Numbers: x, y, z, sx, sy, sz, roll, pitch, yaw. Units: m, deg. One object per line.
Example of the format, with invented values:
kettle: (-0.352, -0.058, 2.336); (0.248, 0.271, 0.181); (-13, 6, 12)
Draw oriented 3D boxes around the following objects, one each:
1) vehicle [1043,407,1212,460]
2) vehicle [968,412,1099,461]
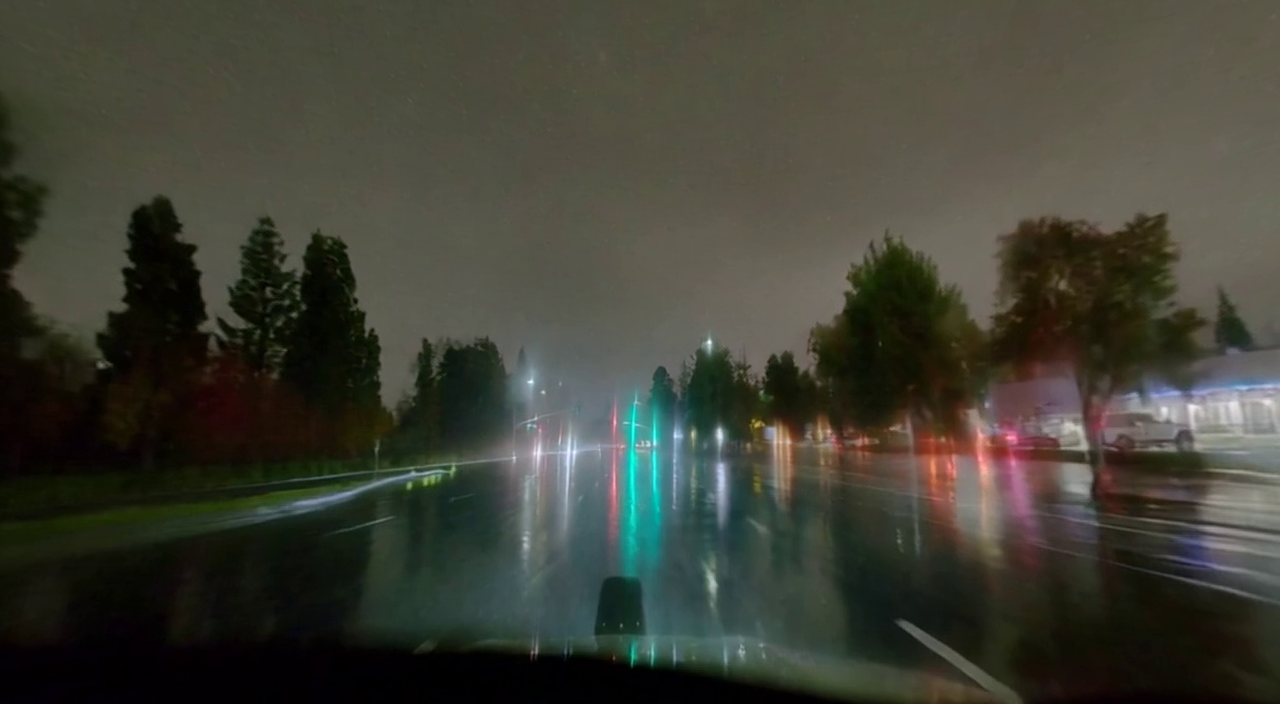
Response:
vehicle: (26.484, 4.485, 34.554); (7.147, 2.712, 2.343); (0, -8, 1)
vehicle: (26.306, 5.657, 42.474); (6.937, 2.503, 2.325); (-6, -8, 2)
